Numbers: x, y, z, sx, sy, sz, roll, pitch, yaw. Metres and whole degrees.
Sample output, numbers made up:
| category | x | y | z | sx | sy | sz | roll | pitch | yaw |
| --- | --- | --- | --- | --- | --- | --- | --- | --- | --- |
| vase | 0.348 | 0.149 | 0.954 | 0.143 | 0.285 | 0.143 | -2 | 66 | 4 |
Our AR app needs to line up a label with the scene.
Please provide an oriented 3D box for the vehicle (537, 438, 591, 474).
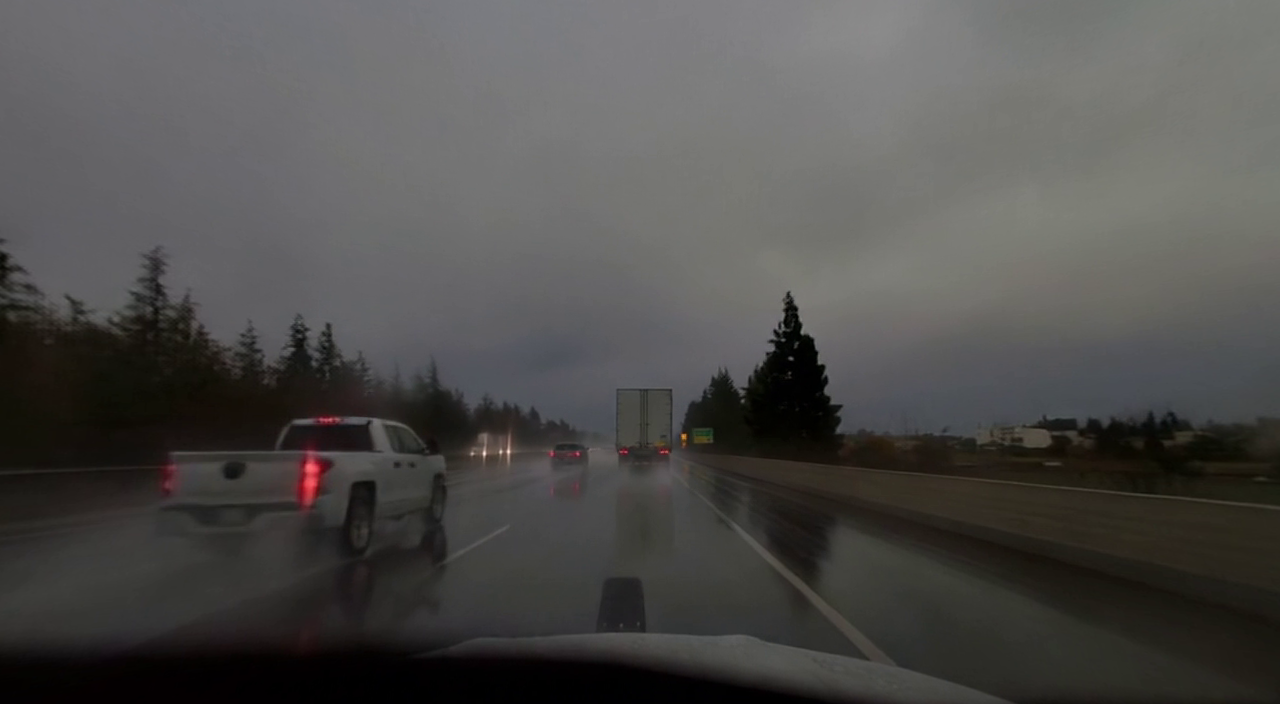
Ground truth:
| category | x | y | z | sx | sy | sz | roll | pitch | yaw |
| --- | --- | --- | --- | --- | --- | --- | --- | --- | --- |
| vehicle | -4.121 | 5.751 | 35.064 | 2.285 | 1.833 | 4.984 | 0 | -9 | 1 |

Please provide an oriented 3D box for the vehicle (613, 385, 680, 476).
| category | x | y | z | sx | sy | sz | roll | pitch | yaw |
| --- | --- | --- | --- | --- | --- | --- | --- | --- | --- |
| vehicle | 0.260 | 4.440 | 34.581 | 3.052 | 4.132 | 11.336 | 0 | -9 | 0 |

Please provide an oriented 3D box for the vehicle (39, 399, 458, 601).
| category | x | y | z | sx | sy | sz | roll | pitch | yaw |
| --- | --- | --- | --- | --- | --- | --- | --- | --- | --- |
| vehicle | -4.130 | 1.658 | 8.009 | 2.140 | 1.750 | 4.901 | 0 | -9 | 0 |
